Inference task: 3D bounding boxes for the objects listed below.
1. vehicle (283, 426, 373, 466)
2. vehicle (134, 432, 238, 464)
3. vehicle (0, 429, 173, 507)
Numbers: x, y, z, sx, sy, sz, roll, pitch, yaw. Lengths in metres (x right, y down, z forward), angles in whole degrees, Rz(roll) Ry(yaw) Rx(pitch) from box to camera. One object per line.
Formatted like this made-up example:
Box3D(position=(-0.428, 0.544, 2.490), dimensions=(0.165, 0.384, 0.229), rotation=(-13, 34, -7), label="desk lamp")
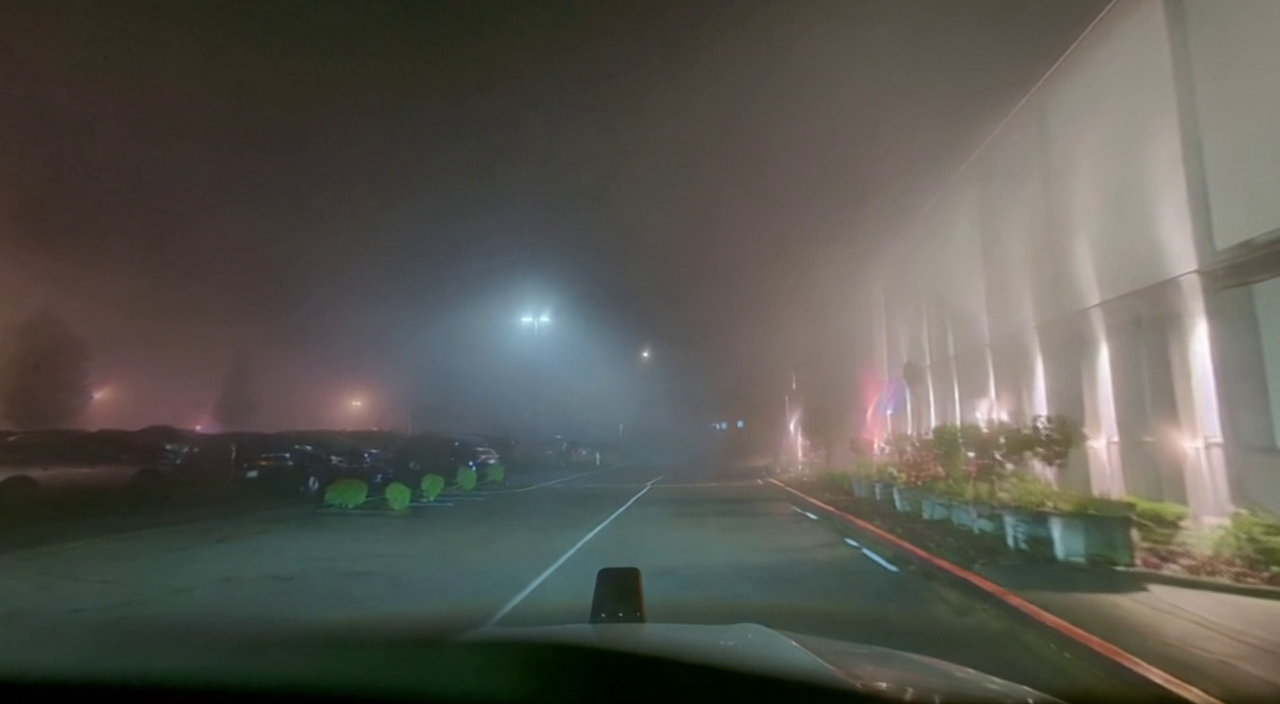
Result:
Box3D(position=(-16.057, 4.890, 32.840), dimensions=(1.972, 1.923, 4.535), rotation=(-1, -8, 6), label="vehicle")
Box3D(position=(-23.897, 5.073, 33.509), dimensions=(1.876, 1.591, 4.470), rotation=(-1, -8, 6), label="vehicle")
Box3D(position=(-12.692, 2.406, 13.428), dimensions=(1.847, 1.443, 4.484), rotation=(-1, -8, 5), label="vehicle")
